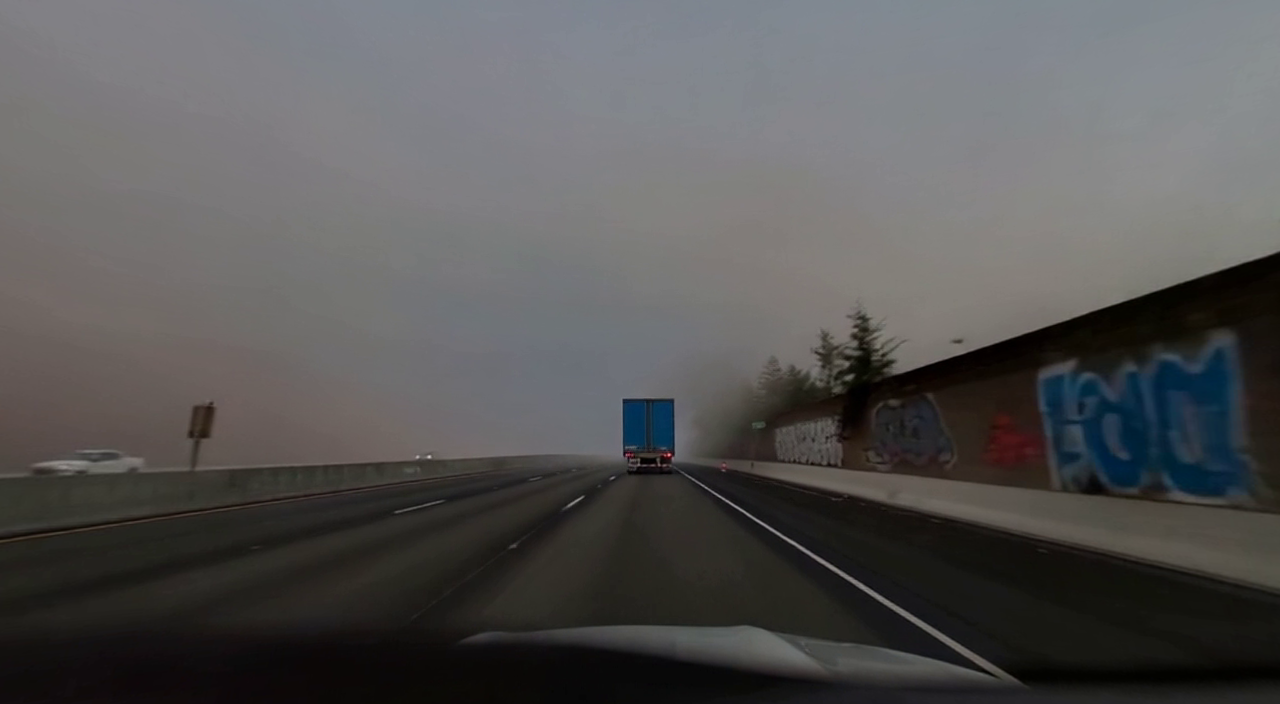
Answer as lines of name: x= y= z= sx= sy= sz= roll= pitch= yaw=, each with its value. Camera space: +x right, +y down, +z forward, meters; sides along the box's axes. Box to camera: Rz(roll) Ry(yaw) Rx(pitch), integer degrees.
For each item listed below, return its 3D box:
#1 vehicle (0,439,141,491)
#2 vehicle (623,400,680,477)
vehicle: x=-24.614 y=4.799 z=27.155 sx=2.147 sy=2.006 sz=4.767 roll=0 pitch=-9 yaw=1
vehicle: x=0.613 y=5.419 z=38.838 sx=2.997 sy=4.069 sz=10.871 roll=0 pitch=-9 yaw=0
